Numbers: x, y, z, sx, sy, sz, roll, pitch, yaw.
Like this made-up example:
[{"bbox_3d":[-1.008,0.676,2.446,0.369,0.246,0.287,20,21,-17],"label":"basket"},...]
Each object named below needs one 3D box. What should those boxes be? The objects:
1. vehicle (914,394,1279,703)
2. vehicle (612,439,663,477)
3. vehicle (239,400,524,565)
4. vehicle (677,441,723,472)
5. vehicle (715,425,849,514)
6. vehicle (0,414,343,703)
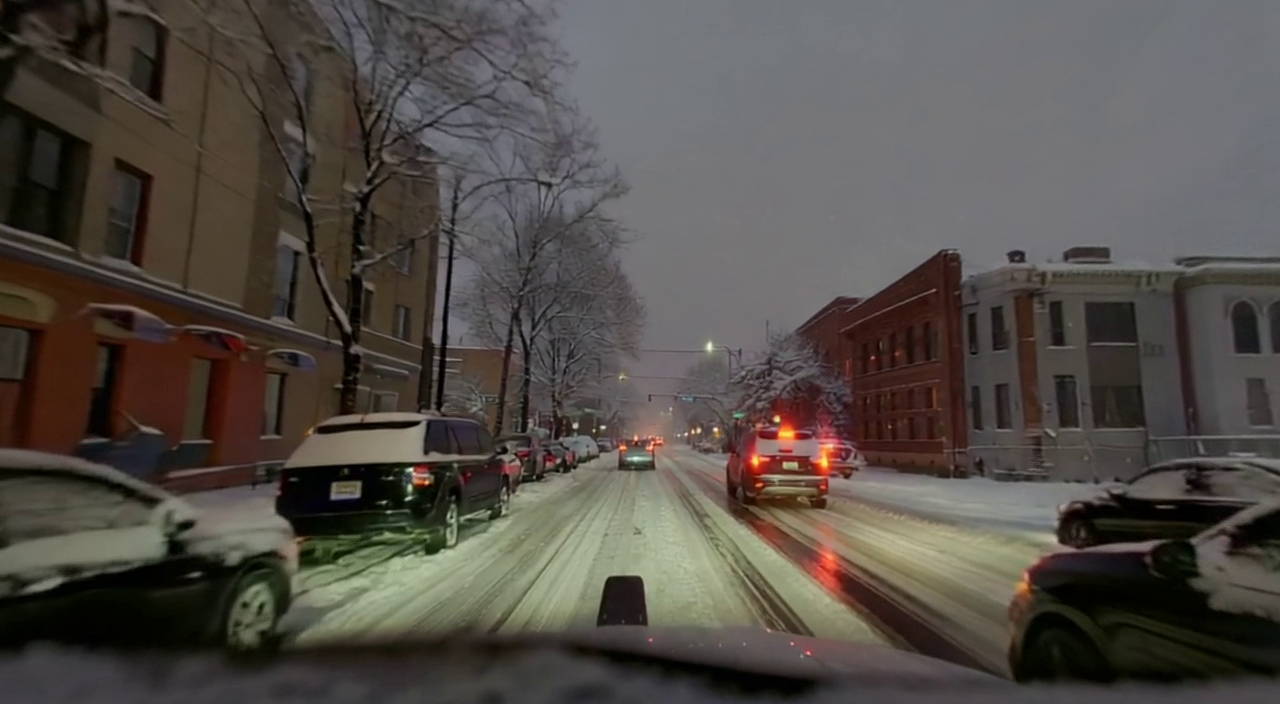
[{"bbox_3d":[2.471,0.774,0.908,2.080,1.495,4.591,0,-8,0],"label":"vehicle"},{"bbox_3d":[-0.110,4.497,26.881,2.007,1.460,3.923,0,-8,0],"label":"vehicle"},{"bbox_3d":[-3.414,1.856,9.815,2.142,1.832,5.373,0,-8,0],"label":"vehicle"},{"bbox_3d":[3.053,5.442,32.914,1.966,1.475,4.528,0,-8,0],"label":"vehicle"},{"bbox_3d":[3.028,2.624,14.529,2.002,1.707,4.547,0,-8,0],"label":"vehicle"},{"bbox_3d":[-3.453,1.014,2.613,1.972,1.471,4.795,0,-8,2],"label":"vehicle"}]
